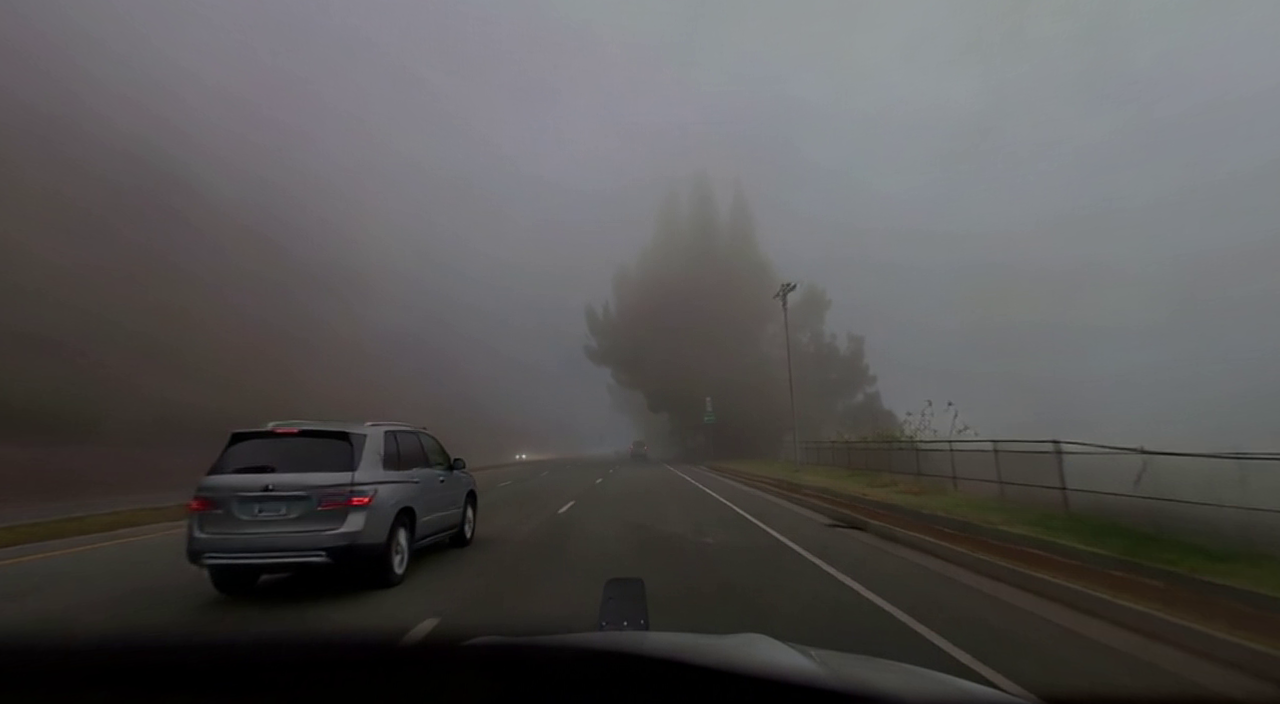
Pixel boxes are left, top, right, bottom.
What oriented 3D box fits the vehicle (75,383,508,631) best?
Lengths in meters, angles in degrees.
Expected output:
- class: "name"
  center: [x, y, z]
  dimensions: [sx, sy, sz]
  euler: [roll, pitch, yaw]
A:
- class: "vehicle"
  center: [-3.115, 1.508, 7.155]
  dimensions: [2.160, 1.855, 4.695]
  euler: [0, -8, 1]
